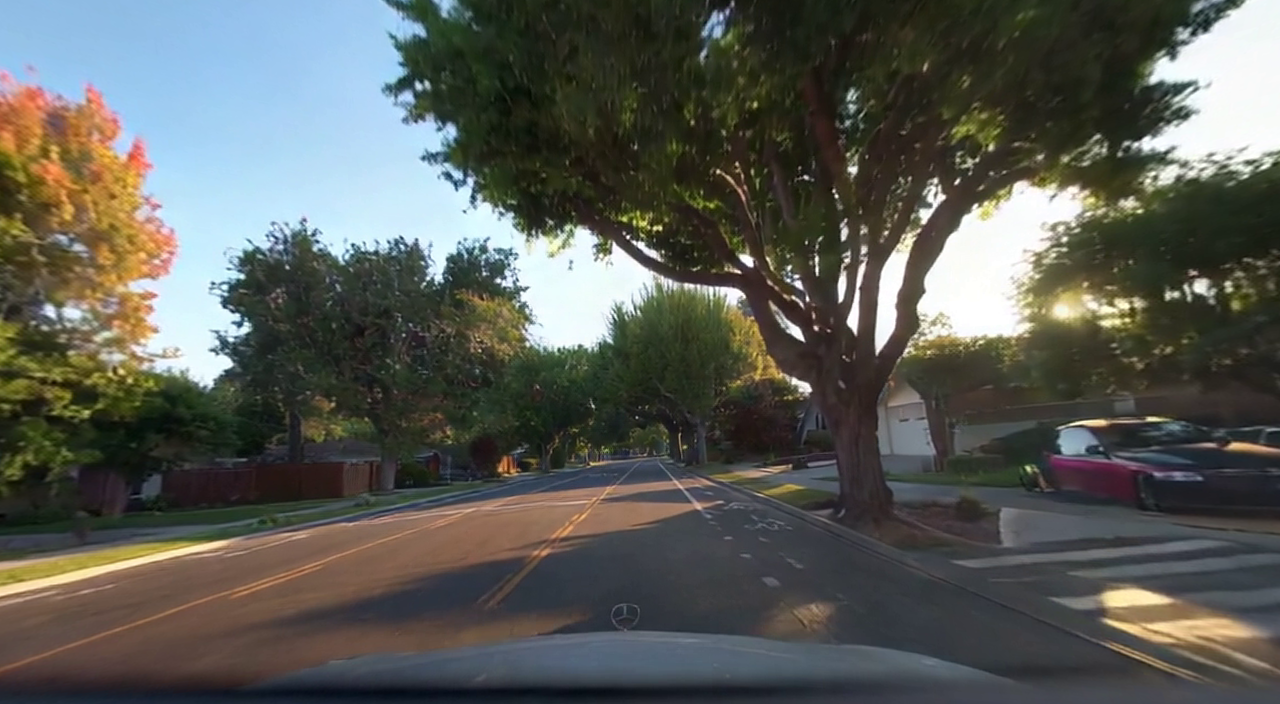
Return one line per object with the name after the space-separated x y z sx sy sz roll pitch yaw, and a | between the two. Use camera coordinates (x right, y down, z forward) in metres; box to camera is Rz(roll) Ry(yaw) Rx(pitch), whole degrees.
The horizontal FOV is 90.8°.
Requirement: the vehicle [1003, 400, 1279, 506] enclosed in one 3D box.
10.971 2.158 13.589 2.187 1.786 5.323 3 -9 -16 | vehicle
